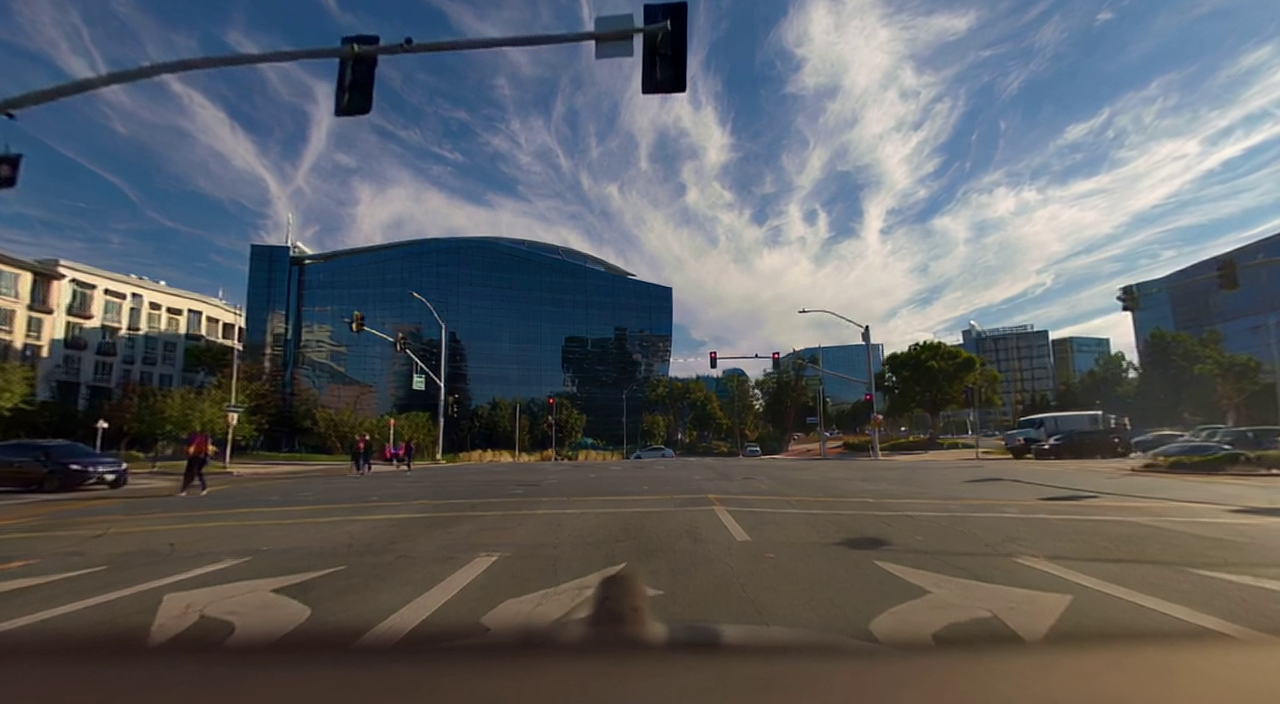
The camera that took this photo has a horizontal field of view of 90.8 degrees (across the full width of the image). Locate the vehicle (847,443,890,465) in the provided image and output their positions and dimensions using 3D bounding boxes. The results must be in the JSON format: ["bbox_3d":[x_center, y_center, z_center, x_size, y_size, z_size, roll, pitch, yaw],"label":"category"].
[{"bbox_3d":[17.774,7.925,49.254,1.789,1.557,4.293,0,-9,1],"label":"vehicle"}]

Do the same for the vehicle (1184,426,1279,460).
[{"bbox_3d":[31.673,4.722,32.762,4.896,1.729,1.952,-1,-9,5],"label":"vehicle"}]

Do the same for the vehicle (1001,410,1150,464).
[{"bbox_3d":[23.120,4.555,33.818,5.855,2.746,2.523,-1,-9,4],"label":"vehicle"}]

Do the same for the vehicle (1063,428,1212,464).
[{"bbox_3d":[21.479,4.102,27.460,4.740,1.464,1.876,-1,-9,3],"label":"vehicle"}]

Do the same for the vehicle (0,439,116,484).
[{"bbox_3d":[-21.559,3.886,22.461,4.265,1.493,1.871,-1,-9,4],"label":"vehicle"}]
